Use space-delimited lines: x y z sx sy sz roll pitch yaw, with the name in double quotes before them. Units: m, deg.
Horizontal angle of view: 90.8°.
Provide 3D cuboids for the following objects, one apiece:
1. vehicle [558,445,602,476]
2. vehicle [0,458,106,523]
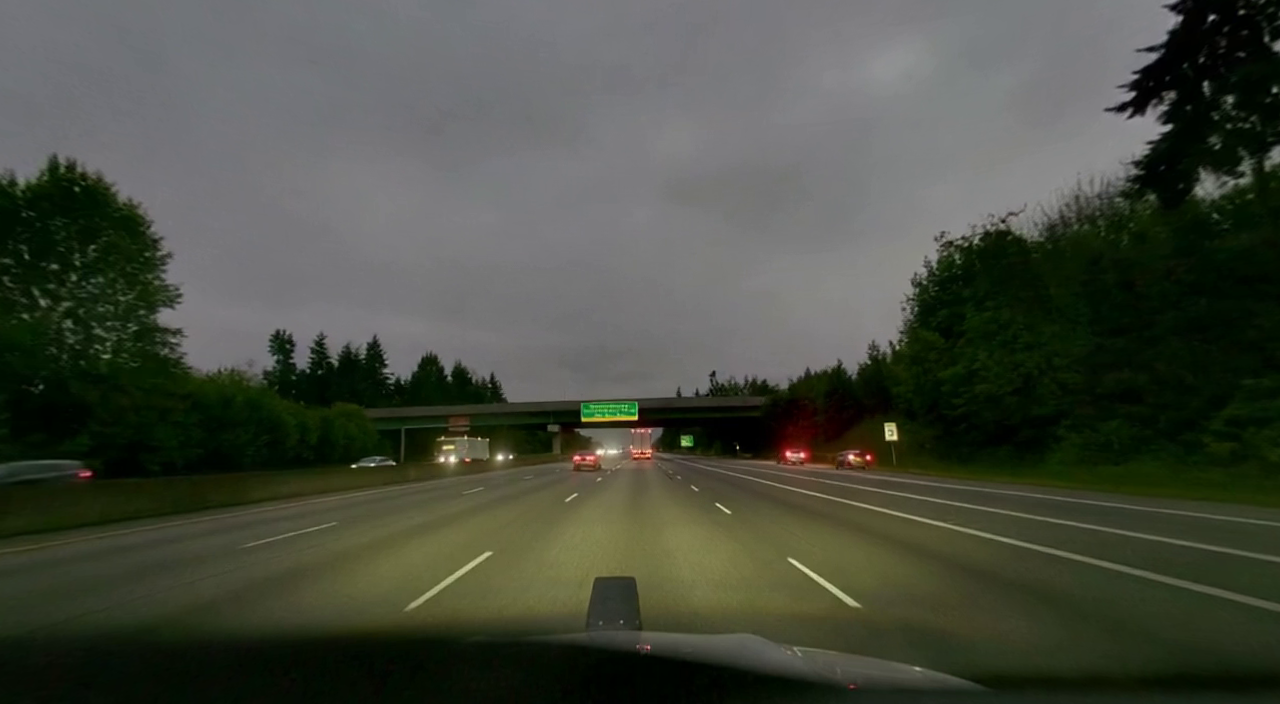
"vehicle" -3.492 6.442 37.684 2.160 1.724 4.997 0 -9 0
"vehicle" -15.879 3.368 15.533 1.975 1.457 3.959 0 -9 0
